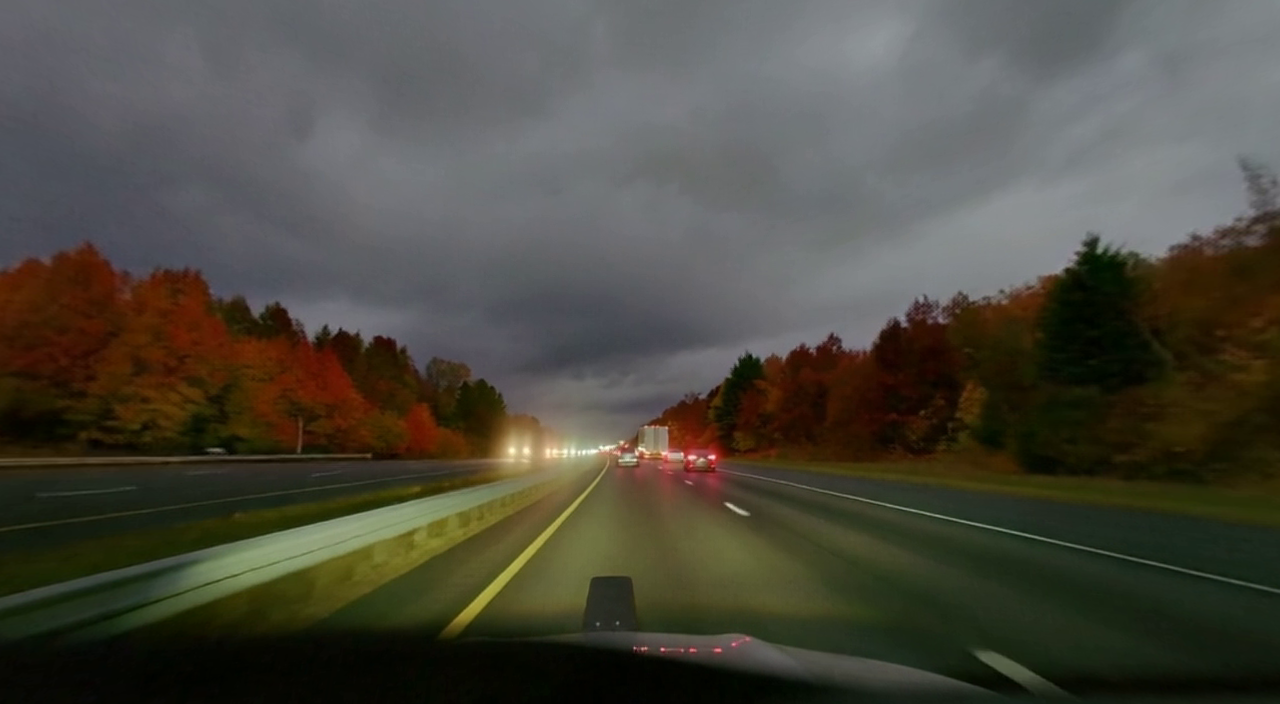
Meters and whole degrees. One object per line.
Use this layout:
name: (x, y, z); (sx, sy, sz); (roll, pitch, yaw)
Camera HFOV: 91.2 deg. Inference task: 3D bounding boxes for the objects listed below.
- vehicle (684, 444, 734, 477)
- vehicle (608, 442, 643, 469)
vehicle: (3.410, 5.412, 31.599); (1.968, 1.513, 3.911); (0, -9, -1)
vehicle: (-1.007, 6.817, 41.381); (2.151, 1.693, 4.201); (0, -9, -2)
